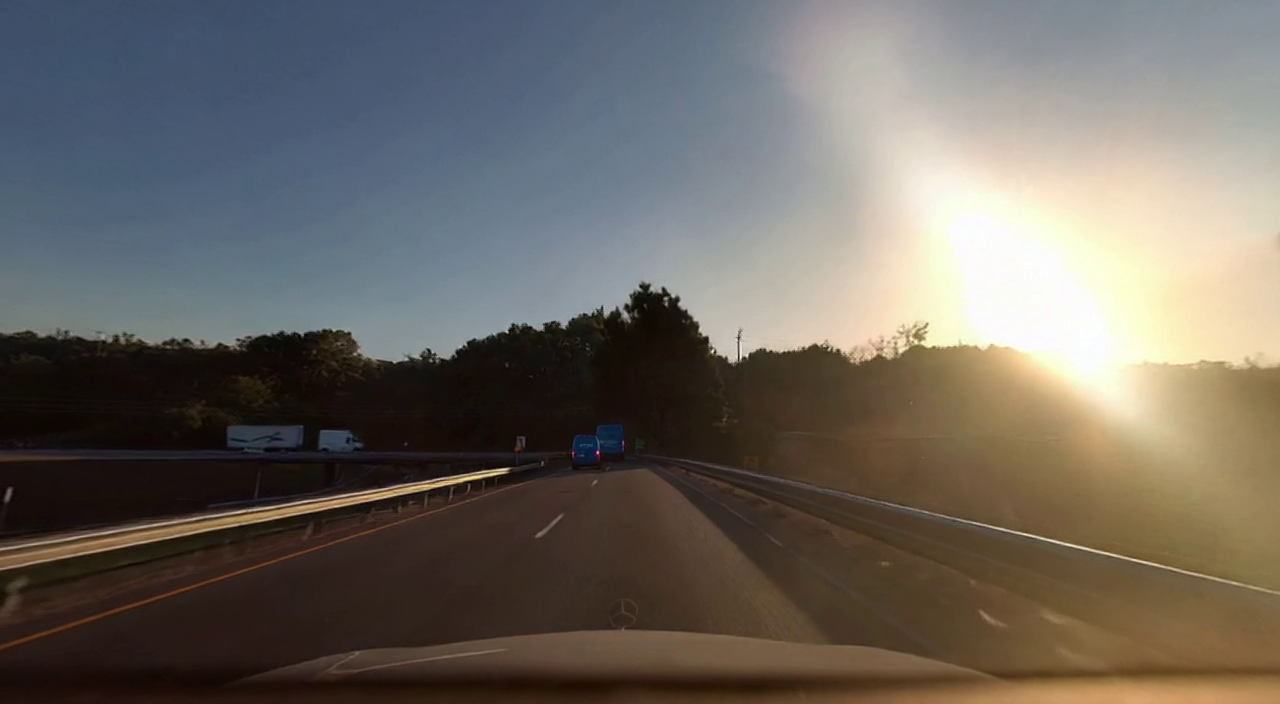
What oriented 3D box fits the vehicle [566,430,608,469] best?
[{"bbox_3d":[-3.760,7.108,45.735,2.463,2.640,7.034,0,-9,0],"label":"vehicle"}]
